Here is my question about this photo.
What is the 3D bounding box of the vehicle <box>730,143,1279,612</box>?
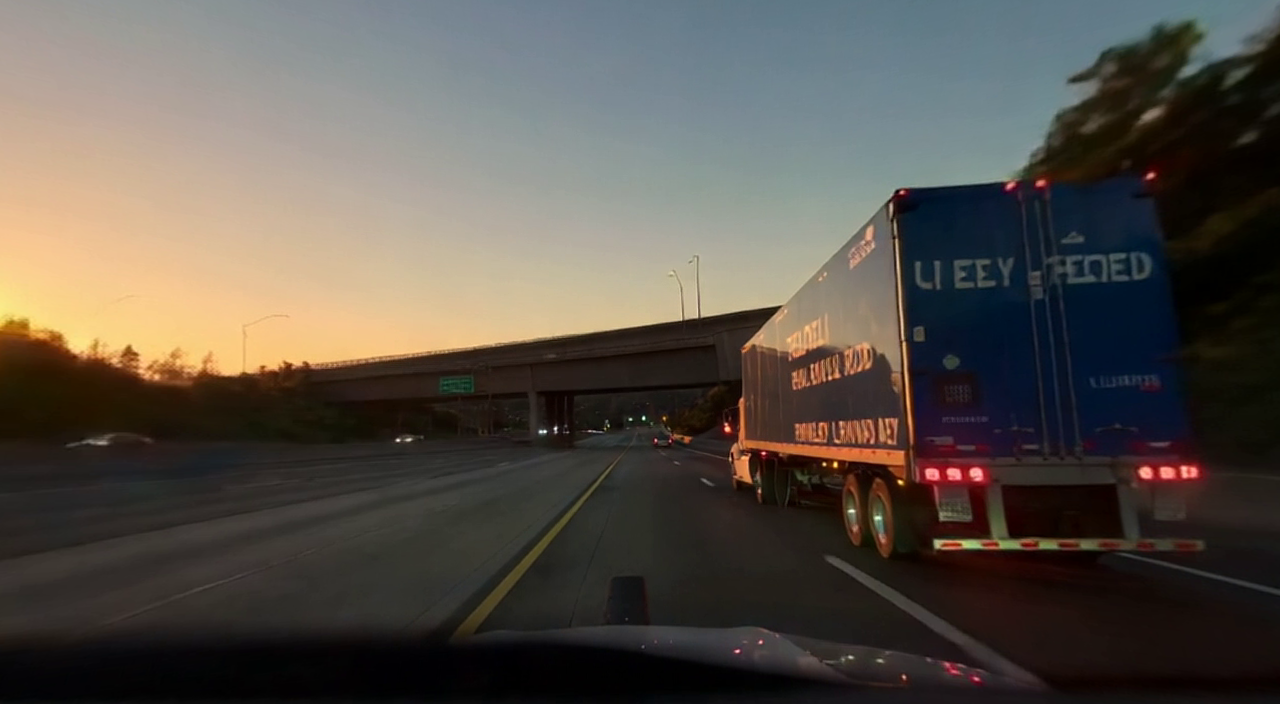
[{"bbox_3d":[4.198,1.122,12.475,3.006,4.093,14.142,0,-8,1],"label":"vehicle"}]
